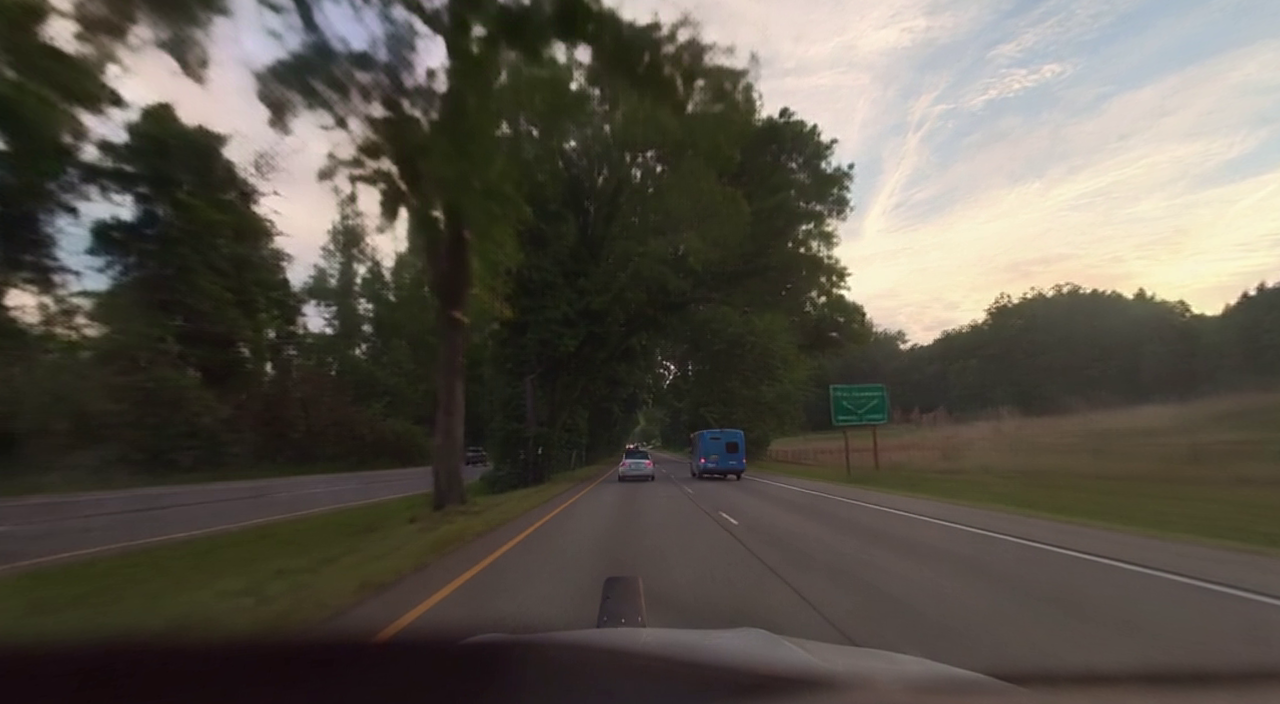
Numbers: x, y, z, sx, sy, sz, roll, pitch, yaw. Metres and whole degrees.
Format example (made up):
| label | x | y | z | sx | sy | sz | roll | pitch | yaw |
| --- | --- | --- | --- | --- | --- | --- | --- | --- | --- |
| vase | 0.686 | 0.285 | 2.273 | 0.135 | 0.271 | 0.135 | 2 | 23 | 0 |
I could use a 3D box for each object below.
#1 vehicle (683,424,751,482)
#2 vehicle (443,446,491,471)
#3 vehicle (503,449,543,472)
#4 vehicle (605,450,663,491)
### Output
| label | x | y | z | sx | sy | sz | roll | pitch | yaw |
| --- | --- | --- | --- | --- | --- | --- | --- | --- | --- |
| vehicle | 3.786 | 5.148 | 32.237 | 2.513 | 2.633 | 5.930 | 0 | -9 | -2 |
| vehicle | -11.834 | 7.308 | 43.357 | 2.083 | 1.616 | 4.311 | 0 | -9 | 0 |
| vehicle | -7.897 | 7.337 | 42.921 | 1.952 | 1.449 | 4.276 | 0 | -9 | 0 |
| vehicle | -0.223 | 4.466 | 24.038 | 2.037 | 1.417 | 3.885 | 0 | -9 | -1 |
